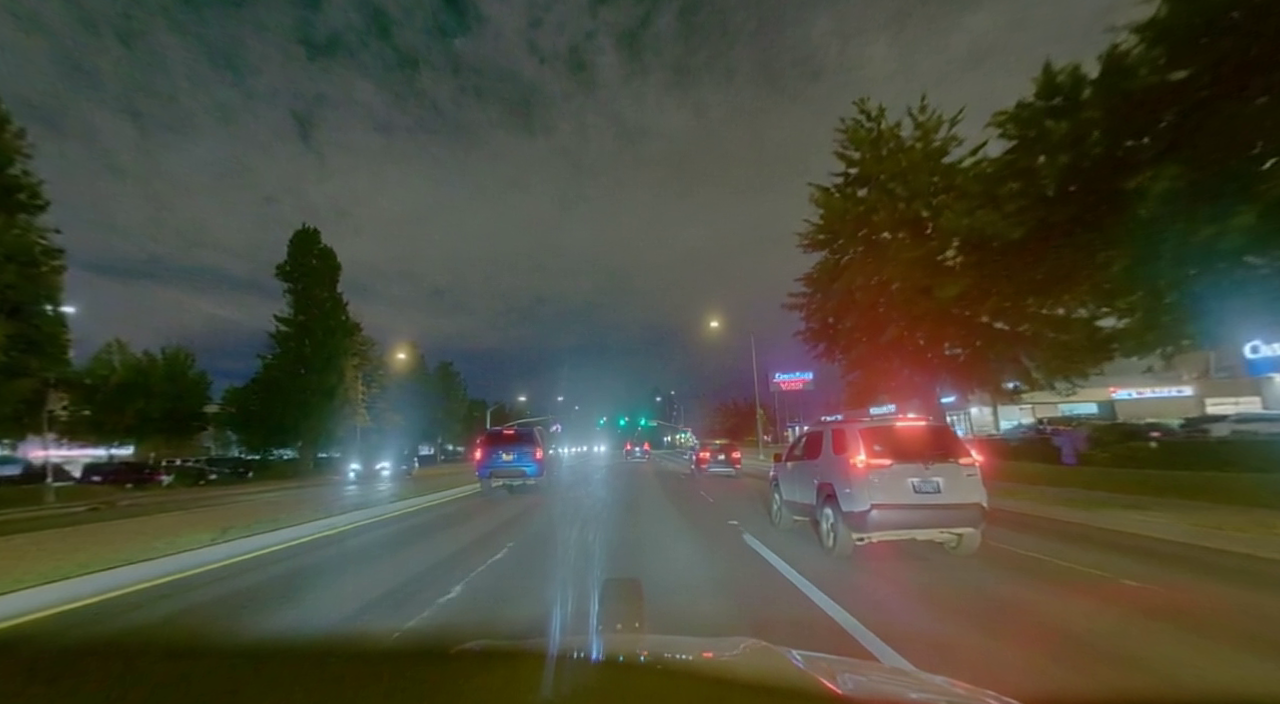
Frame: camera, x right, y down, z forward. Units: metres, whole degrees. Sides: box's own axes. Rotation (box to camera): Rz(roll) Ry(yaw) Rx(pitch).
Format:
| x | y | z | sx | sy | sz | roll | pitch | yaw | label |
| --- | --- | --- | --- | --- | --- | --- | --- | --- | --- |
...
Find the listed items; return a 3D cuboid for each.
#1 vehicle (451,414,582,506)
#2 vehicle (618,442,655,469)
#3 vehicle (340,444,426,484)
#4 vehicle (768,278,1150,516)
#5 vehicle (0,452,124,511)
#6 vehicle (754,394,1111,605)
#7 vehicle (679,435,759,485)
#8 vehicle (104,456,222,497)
| x | y | z | sx | sy | sz | roll | pitch | yaw | label |
| --- | --- | --- | --- | --- | --- | --- | --- | --- | --- |
| -3.031 | 2.836 | 16.967 | 2.368 | 2.037 | 5.319 | 0 | -8 | 1 | vehicle |
| -0.228 | 6.054 | 37.074 | 2.008 | 1.464 | 4.052 | 0 | -8 | -1 | vehicle |
| -11.715 | 5.104 | 29.156 | 2.134 | 1.661 | 4.374 | 0 | -8 | 0 | vehicle |
| 7.136 | 1.932 | 19.099 | 2.878 | 4.158 | 16.287 | 0 | -8 | -1 | vehicle |
| -22.320 | 4.749 | 23.645 | 1.931 | 1.908 | 4.694 | 0 | -8 | 0 | vehicle |
| 2.823 | 1.538 | 7.467 | 2.018 | 1.719 | 4.369 | 0 | -8 | -1 | vehicle |
| 2.700 | 3.857 | 22.826 | 2.174 | 1.596 | 4.779 | 0 | -8 | -2 | vehicle |
| -22.128 | 5.748 | 29.557 | 1.908 | 1.711 | 4.461 | 0 | -8 | 1 | vehicle |
